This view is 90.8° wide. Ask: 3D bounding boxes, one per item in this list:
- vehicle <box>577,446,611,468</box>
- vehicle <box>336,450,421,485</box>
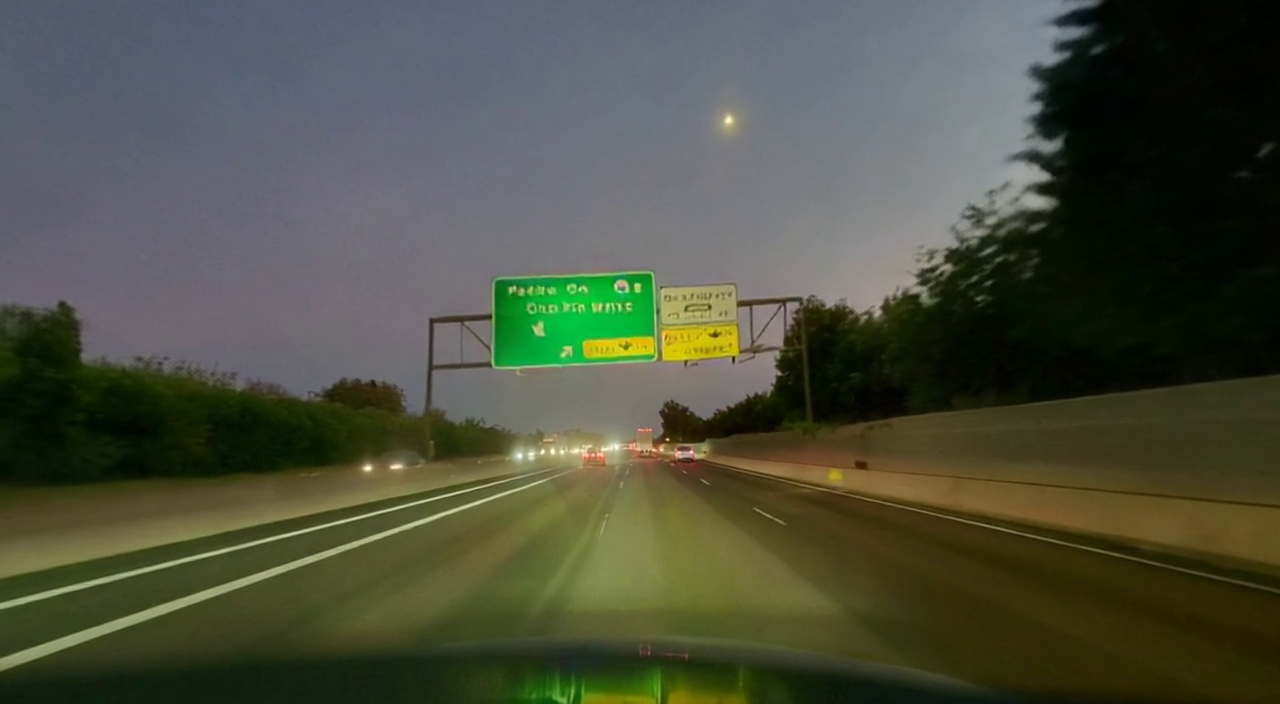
[{"bbox_3d":[-3.190,7.377,44.514,2.020,1.475,4.434,0,-9,0],"label":"vehicle"},{"bbox_3d":[-11.857,5.256,28.967,1.942,1.450,4.455,0,-9,1],"label":"vehicle"}]
